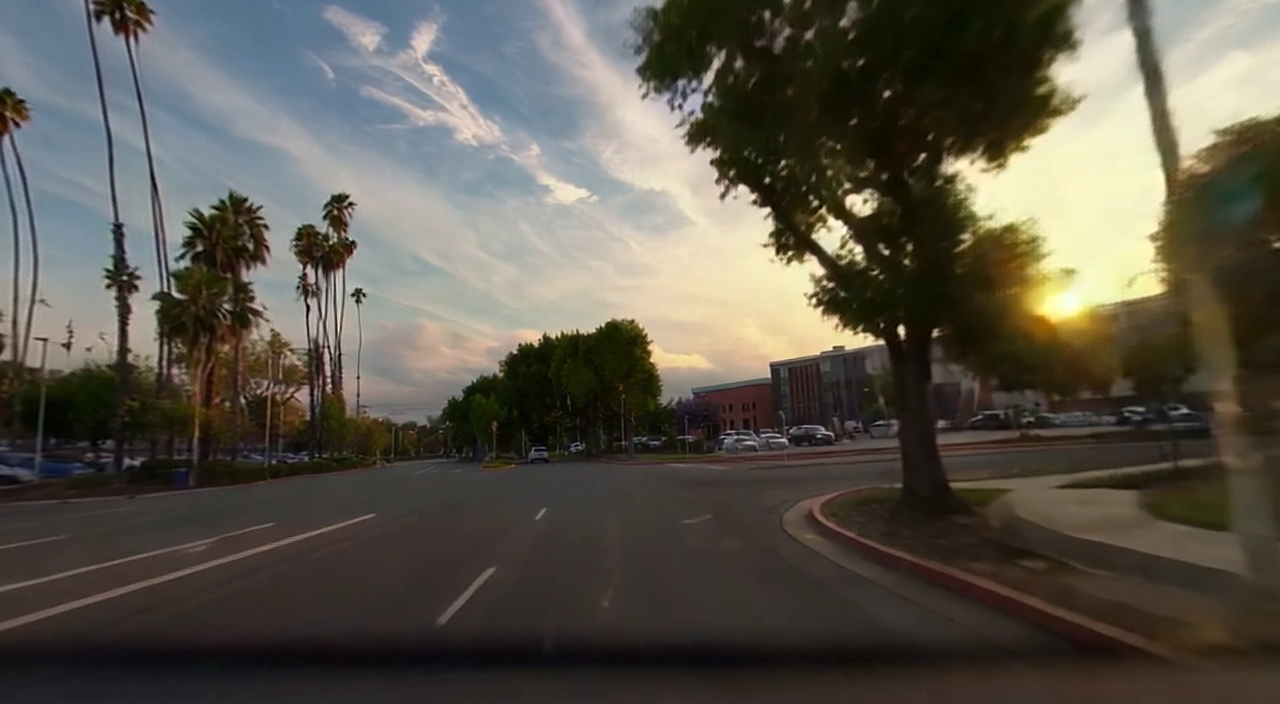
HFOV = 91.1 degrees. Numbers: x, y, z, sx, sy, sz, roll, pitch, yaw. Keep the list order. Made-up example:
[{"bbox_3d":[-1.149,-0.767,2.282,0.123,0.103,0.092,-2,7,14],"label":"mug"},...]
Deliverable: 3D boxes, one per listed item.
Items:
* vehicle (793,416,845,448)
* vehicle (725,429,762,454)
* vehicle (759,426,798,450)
[{"bbox_3d":[13.247,5.986,46.906,2.237,1.962,5.424,-8,-8,1],"label":"vehicle"},{"bbox_3d":[7.672,6.679,46.812,2.196,1.715,4.918,-1,-9,3],"label":"vehicle"},{"bbox_3d":[10.268,6.453,46.886,2.065,1.687,4.584,-1,-9,4],"label":"vehicle"}]
